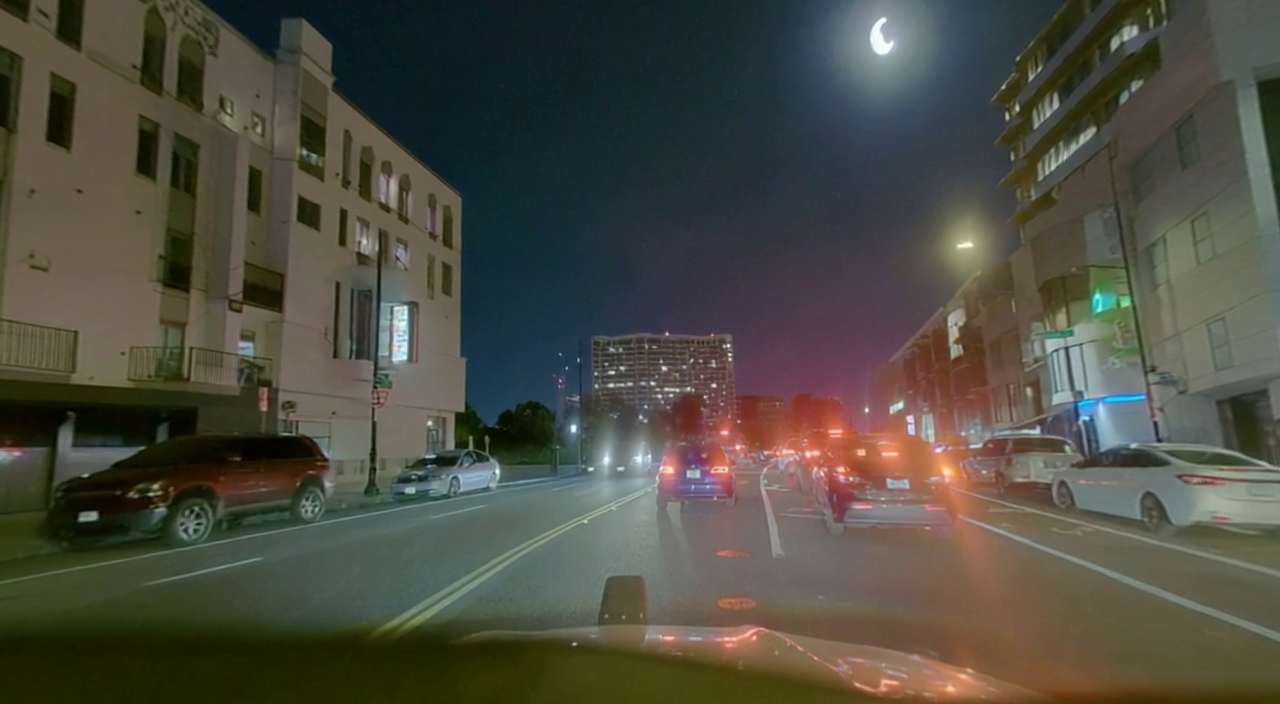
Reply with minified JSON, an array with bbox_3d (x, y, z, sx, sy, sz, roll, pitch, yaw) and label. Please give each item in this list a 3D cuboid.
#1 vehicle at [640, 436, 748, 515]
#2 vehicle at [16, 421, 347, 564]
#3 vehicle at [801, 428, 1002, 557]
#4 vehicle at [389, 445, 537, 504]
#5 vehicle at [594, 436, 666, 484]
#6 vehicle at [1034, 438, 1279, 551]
[{"bbox_3d":[1.322,2.634,13.980,2.031,1.461,3.763,-2,-8,10],"label":"vehicle"},{"bbox_3d":[-7.553,2.286,11.096,1.934,1.770,4.546,-9,-9,10],"label":"vehicle"},{"bbox_3d":[3.667,1.987,9.725,1.982,1.510,4.144,-2,-8,10],"label":"vehicle"},{"bbox_3d":[-5.064,3.538,18.732,1.928,1.503,4.322,-4,-9,22],"label":"vehicle"},{"bbox_3d":[-0.280,4.298,25.526,2.030,1.730,4.453,-2,-9,11],"label":"vehicle"},{"bbox_3d":[8.960,2.273,10.921,1.901,1.500,4.729,-2,-8,10],"label":"vehicle"}]
